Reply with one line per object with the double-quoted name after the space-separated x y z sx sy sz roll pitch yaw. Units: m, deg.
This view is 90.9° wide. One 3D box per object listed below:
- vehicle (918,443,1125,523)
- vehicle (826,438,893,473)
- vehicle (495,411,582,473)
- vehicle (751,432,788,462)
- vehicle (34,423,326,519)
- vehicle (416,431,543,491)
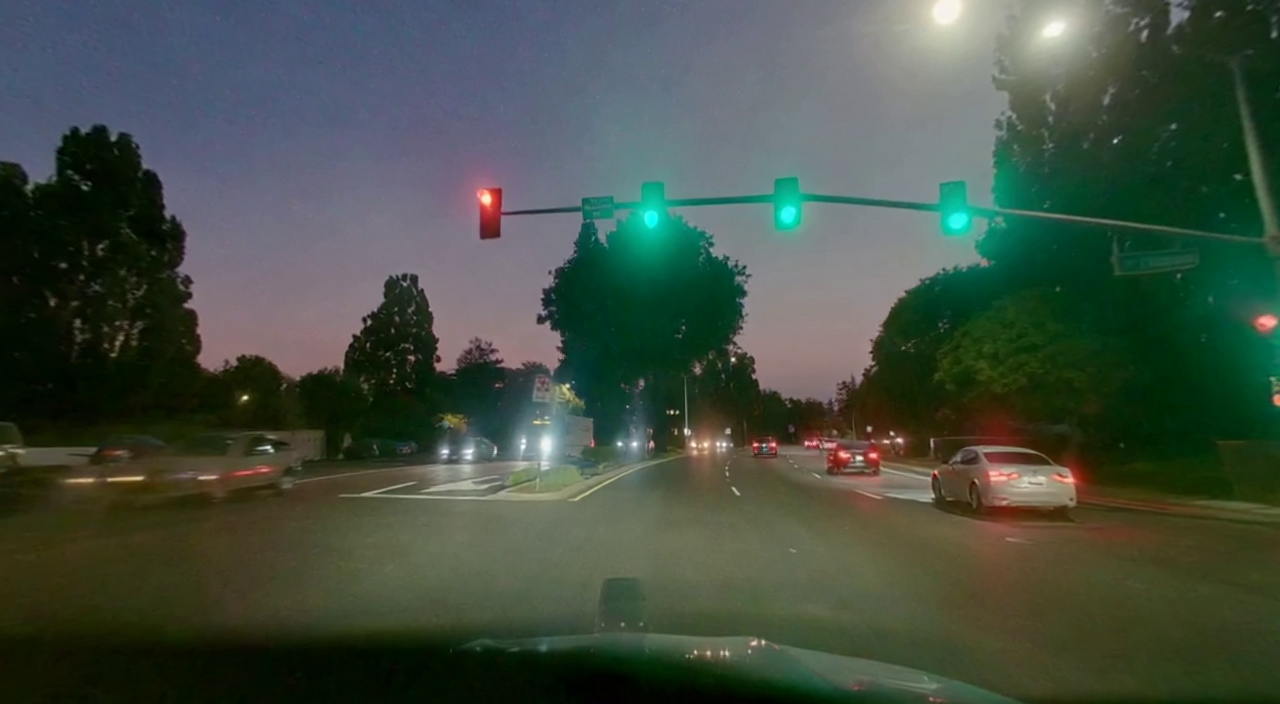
7.663 2.620 13.298 1.783 1.386 4.433 0 -8 3 "vehicle"
9.862 4.657 28.635 1.855 1.444 4.389 -1 -8 6 "vehicle"
-3.909 3.646 25.537 2.334 2.214 5.724 0 -8 3 "vehicle"
7.818 5.787 38.418 1.991 1.684 4.127 -1 -8 9 "vehicle"
-8.345 2.196 12.189 1.936 1.470 4.675 -1 -8 3 "vehicle"
-4.368 3.013 18.043 2.036 1.476 4.557 -1 -7 6 "vehicle"
